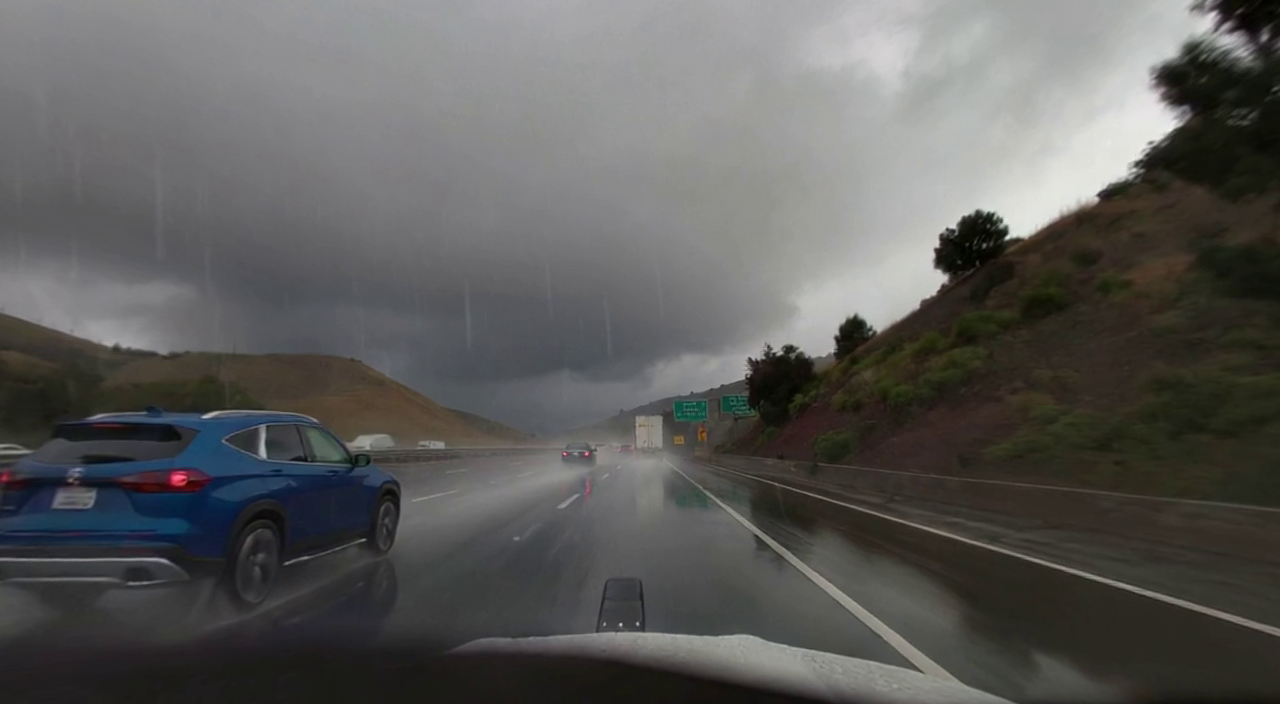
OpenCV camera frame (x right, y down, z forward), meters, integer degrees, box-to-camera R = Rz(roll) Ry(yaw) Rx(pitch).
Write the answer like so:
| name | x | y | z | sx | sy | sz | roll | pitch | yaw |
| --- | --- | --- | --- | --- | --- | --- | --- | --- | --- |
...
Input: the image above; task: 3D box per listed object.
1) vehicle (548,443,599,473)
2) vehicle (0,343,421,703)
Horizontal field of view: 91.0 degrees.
| name | x | y | z | sx | sy | sz | roll | pitch | yaw |
| --- | --- | --- | --- | --- | --- | --- | --- | --- | --- |
| vehicle | -3.477 | 5.657 | 33.724 | 2.101 | 1.476 | 4.471 | 0 | -9 | 1 |
| vehicle | -3.680 | 1.160 | 4.847 | 2.194 | 1.725 | 4.698 | 0 | -9 | 1 |
